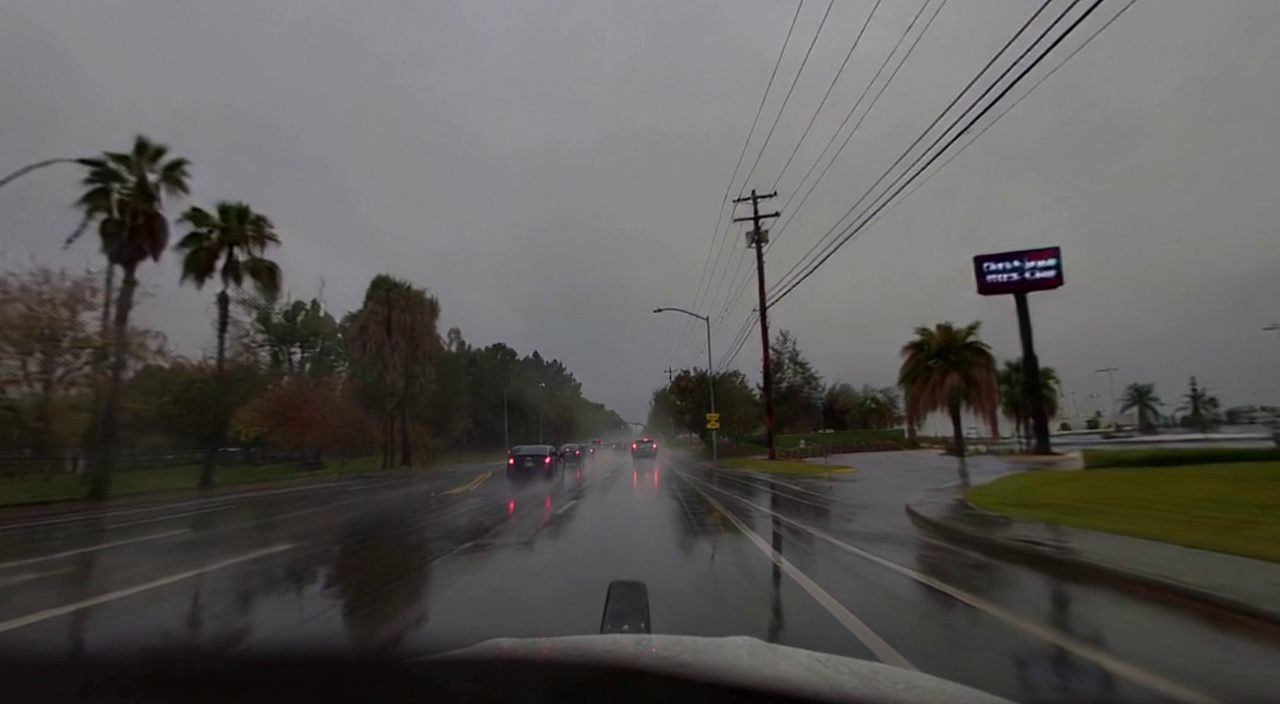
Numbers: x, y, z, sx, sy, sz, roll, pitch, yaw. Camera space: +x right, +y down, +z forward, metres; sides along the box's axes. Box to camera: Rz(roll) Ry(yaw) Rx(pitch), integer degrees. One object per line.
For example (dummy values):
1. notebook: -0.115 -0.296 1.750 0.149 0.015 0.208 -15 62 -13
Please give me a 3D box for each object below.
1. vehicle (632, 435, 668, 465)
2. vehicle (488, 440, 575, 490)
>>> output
1. vehicle: 0.594 6.249 40.107 2.155 1.781 3.977 0 -9 0
2. vehicle: -3.402 3.627 20.558 1.982 1.451 4.152 0 -9 2
